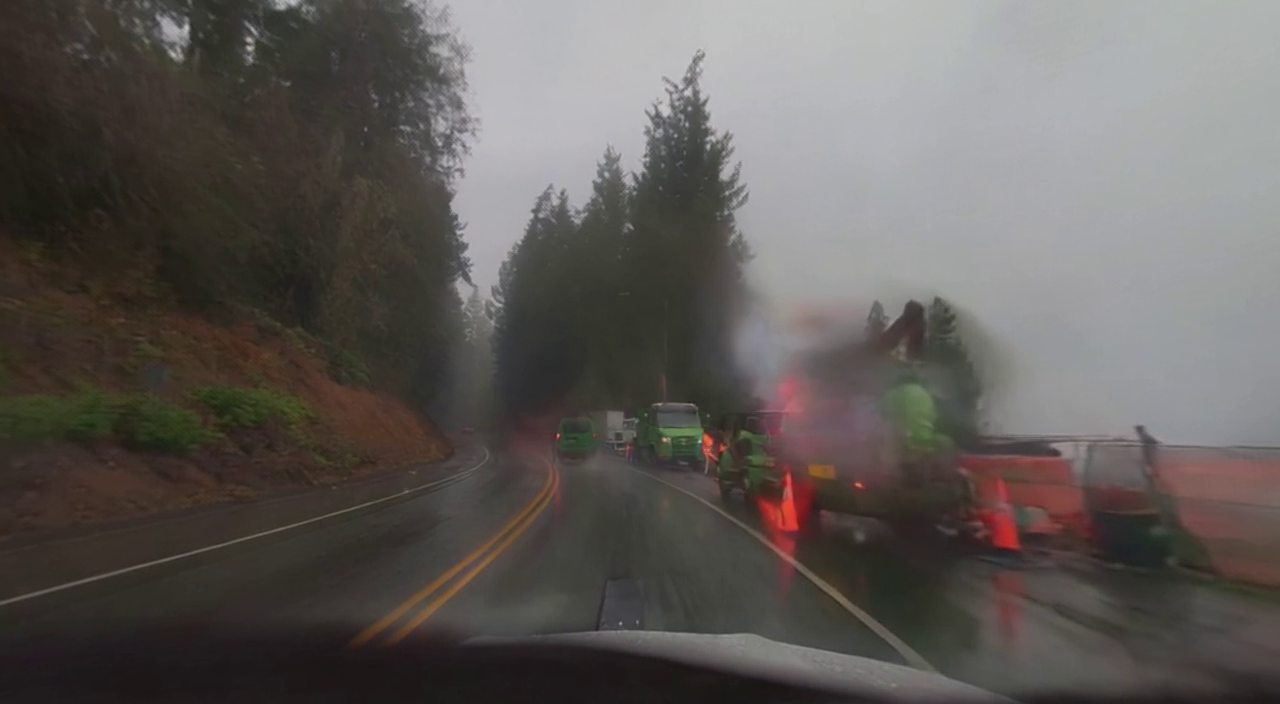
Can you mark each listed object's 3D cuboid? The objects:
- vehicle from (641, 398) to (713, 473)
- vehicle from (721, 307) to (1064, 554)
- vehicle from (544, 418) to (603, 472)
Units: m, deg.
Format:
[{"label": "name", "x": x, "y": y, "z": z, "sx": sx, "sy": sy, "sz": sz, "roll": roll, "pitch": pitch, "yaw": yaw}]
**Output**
[{"label": "vehicle", "x": 1.504, "y": 3.706, "z": 27.865, "sx": 2.703, "sy": 3.066, "sz": 4.047, "roll": 0, "pitch": -9, "yaw": -3}, {"label": "vehicle", "x": 3.928, "y": 1.589, "z": 12.803, "sx": 3.126, "sy": 3.310, "sz": 8.534, "roll": 0, "pitch": -8, "yaw": -2}, {"label": "vehicle", "x": -3.149, "y": 4.243, "z": 28.901, "sx": 2.362, "sy": 2.223, "sz": 4.892, "roll": 1, "pitch": -9, "yaw": -9}]
